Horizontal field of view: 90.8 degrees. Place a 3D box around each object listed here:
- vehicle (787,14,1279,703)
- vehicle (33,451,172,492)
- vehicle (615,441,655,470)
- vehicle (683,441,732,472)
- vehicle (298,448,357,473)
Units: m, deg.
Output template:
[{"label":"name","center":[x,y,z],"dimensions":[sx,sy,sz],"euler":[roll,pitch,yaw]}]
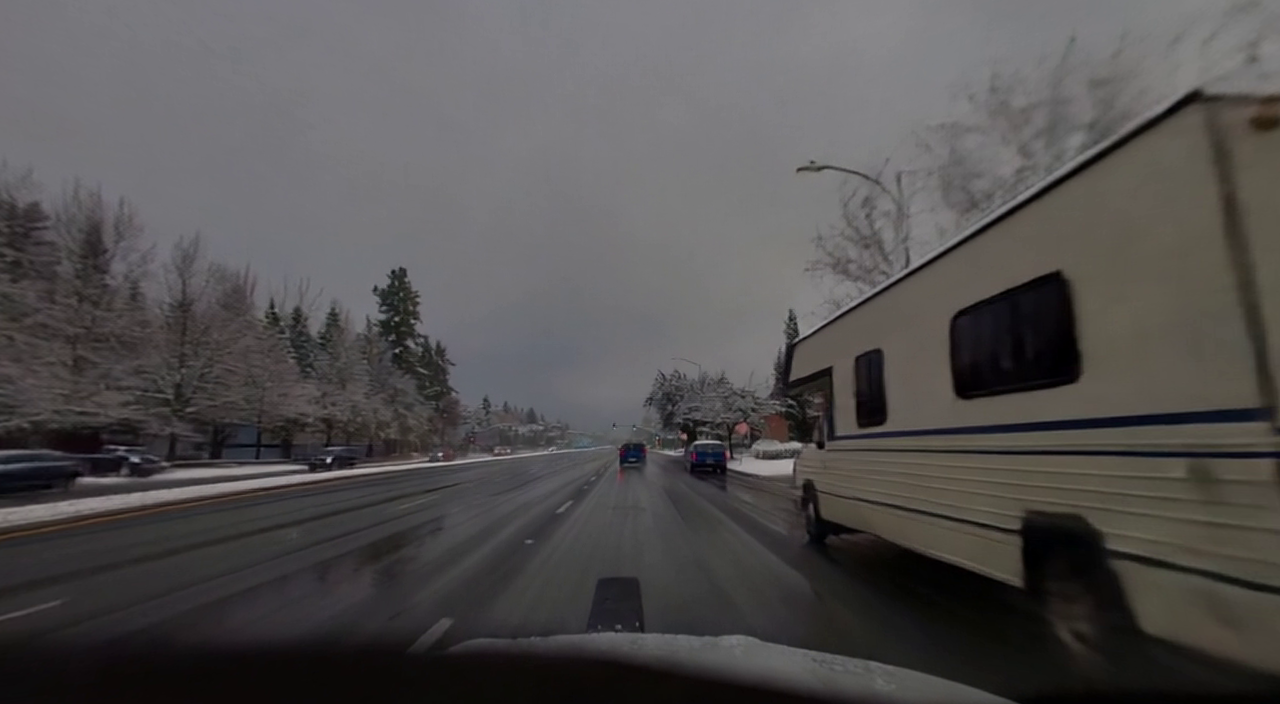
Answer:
[{"label":"vehicle","center":[3.967,0.655,6.510],"dimensions":[2.924,3.250,7.780],"euler":[-1,-9,0]},{"label":"vehicle","center":[-25.597,5.657,30.435],"dimensions":[2.013,1.744,5.354],"euler":[0,-9,-1]},{"label":"vehicle","center":[-0.325,5.781,35.376],"dimensions":[2.103,1.506,4.742],"euler":[0,-9,-1]},{"label":"vehicle","center":[3.698,5.806,35.389],"dimensions":[2.060,1.611,4.675],"euler":[0,-9,-2]},{"label":"vehicle","center":[-22.100,7.639,44.814],"dimensions":[1.959,1.683,4.406],"euler":[0,-9,-1]}]
